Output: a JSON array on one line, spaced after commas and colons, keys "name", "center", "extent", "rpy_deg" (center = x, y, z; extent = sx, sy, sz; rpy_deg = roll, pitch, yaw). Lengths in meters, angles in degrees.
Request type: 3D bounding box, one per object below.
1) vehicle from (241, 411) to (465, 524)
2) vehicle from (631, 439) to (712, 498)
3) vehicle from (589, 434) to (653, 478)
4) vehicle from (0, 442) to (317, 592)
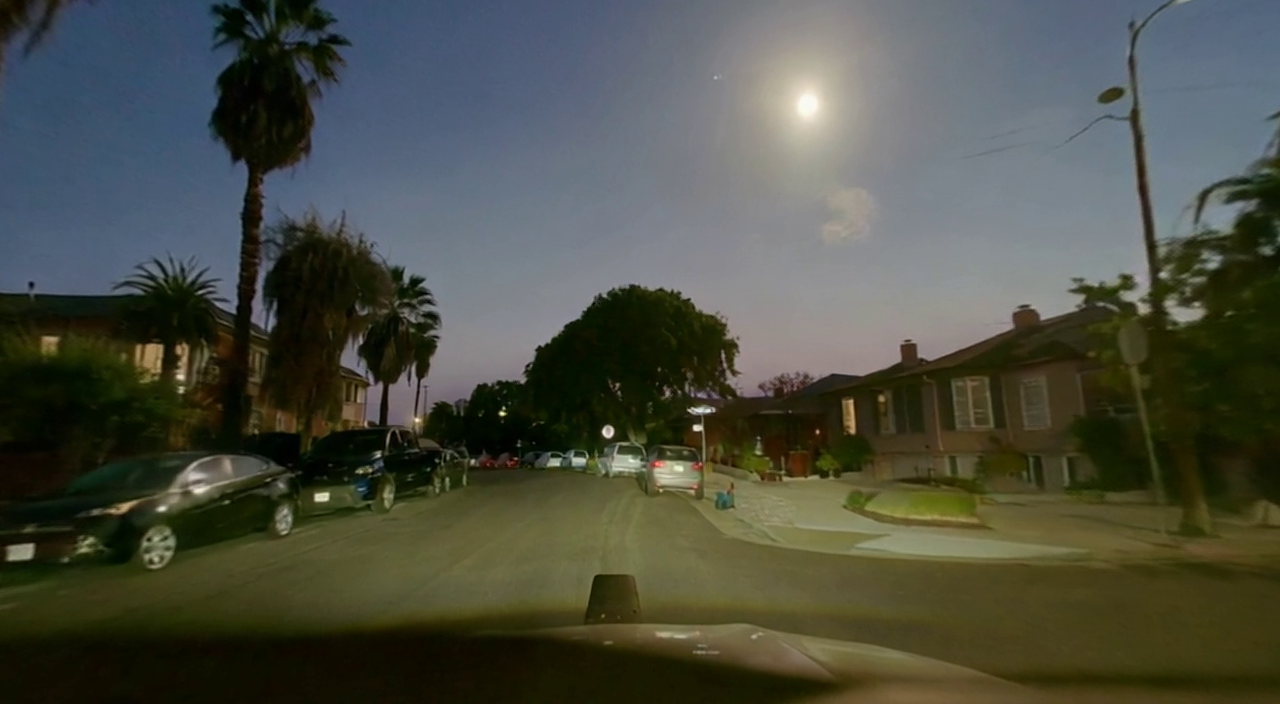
[{"name": "vehicle", "center": [-6.520, 2.740, 15.630], "extent": [2.624, 2.178, 6.522], "rpy_deg": [0, -8, -2]}, {"name": "vehicle", "center": [0.882, 3.697, 20.419], "extent": [2.076, 1.658, 4.604], "rpy_deg": [1, -9, -4]}, {"name": "vehicle", "center": [-1.059, 5.199, 31.686], "extent": [2.139, 1.997, 4.864], "rpy_deg": [2, -9, -15]}, {"name": "vehicle", "center": [-6.587, 2.081, 8.885], "extent": [1.875, 1.585, 4.184], "rpy_deg": [0, -8, -1]}]
